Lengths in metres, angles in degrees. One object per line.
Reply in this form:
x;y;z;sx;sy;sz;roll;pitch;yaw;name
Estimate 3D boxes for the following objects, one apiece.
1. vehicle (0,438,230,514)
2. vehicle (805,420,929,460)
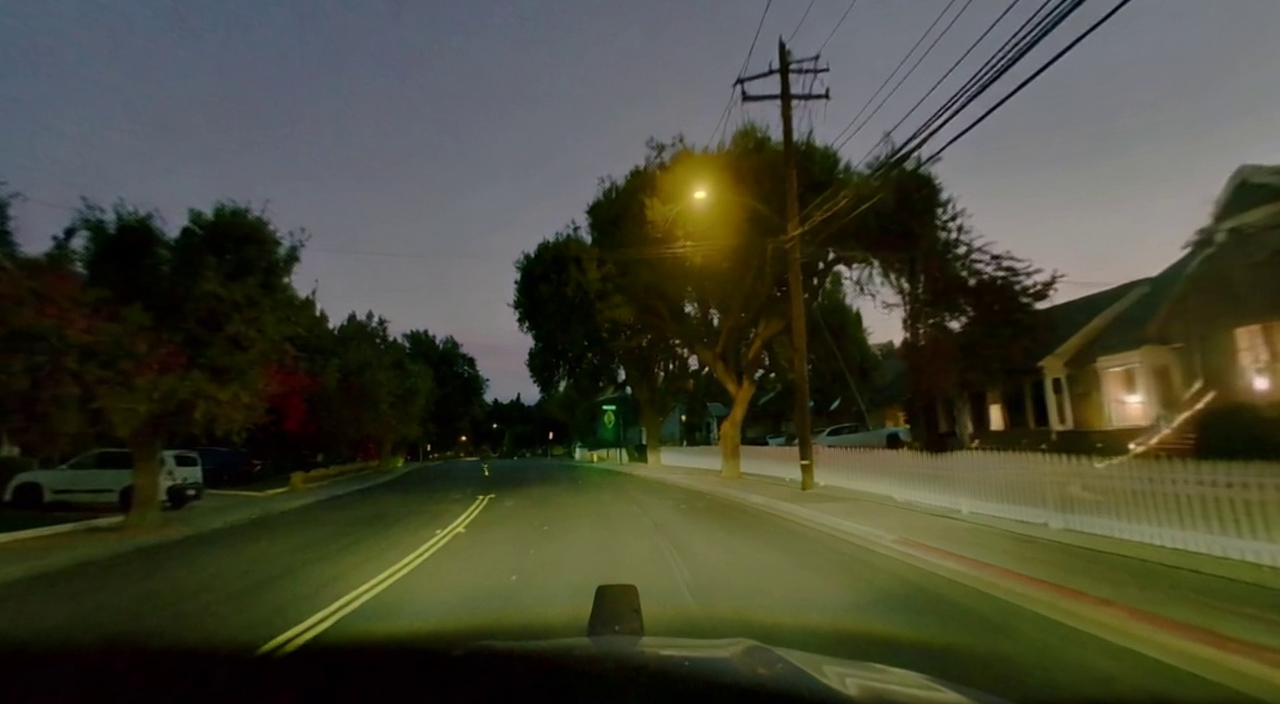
-13.425;3.108;16.201;4.321;1.772;2.161;-1;-8;5;vehicle
9.559;3.735;26.950;4.566;1.623;1.906;0;-8;4;vehicle
